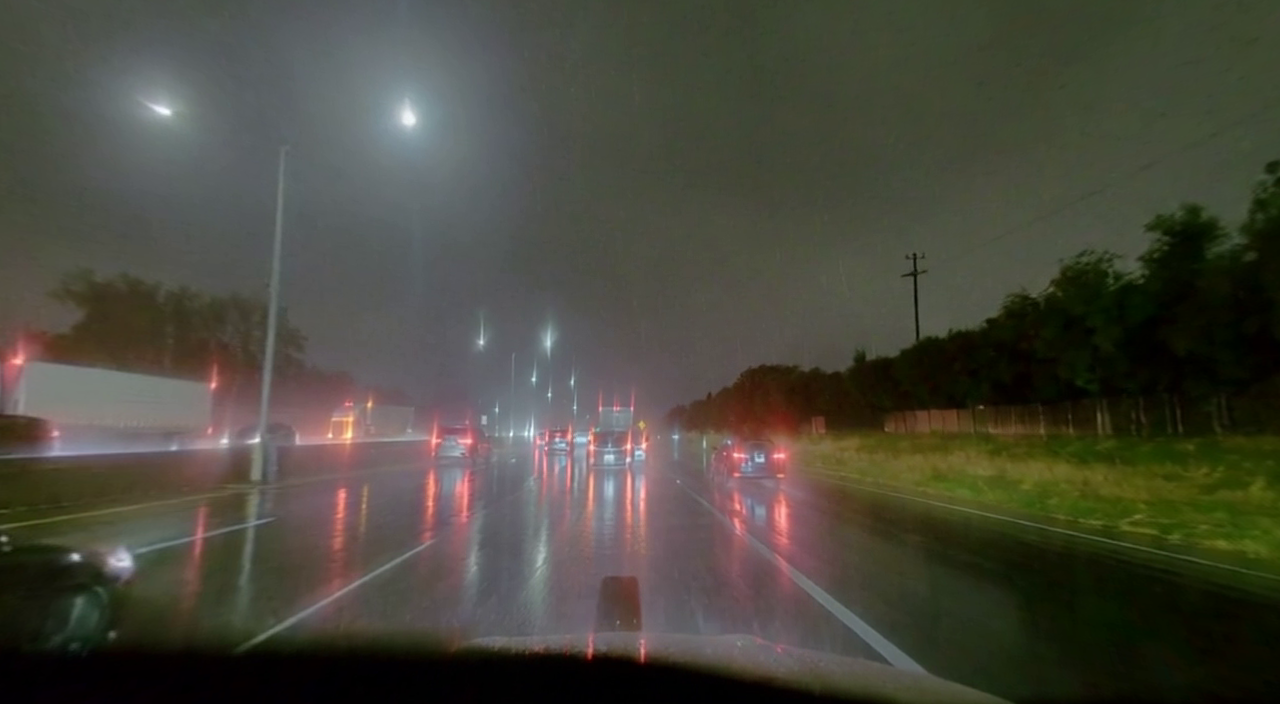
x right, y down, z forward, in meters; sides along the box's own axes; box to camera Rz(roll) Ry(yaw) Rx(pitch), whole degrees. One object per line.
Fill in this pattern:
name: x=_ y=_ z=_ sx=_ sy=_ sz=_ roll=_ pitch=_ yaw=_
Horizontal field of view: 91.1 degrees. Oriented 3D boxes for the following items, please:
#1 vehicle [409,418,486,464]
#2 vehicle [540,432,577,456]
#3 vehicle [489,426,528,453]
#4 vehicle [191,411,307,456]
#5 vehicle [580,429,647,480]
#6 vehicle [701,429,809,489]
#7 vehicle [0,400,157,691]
vehicle: x=-8.728 y=4.102 z=29.012 sx=2.158 sy=1.943 sz=4.662 roll=0 pitch=-8 yaw=-1
vehicle: x=-5.434 y=6.170 z=42.369 sx=2.046 sy=1.493 sz=4.384 roll=0 pitch=-8 yaw=-2
vehicle: x=-9.463 y=6.359 z=45.590 sx=1.992 sy=1.838 sz=4.493 roll=0 pitch=-8 yaw=-2
vehicle: x=-15.449 y=3.263 z=25.159 sx=1.993 sy=1.617 sz=4.277 roll=0 pitch=-8 yaw=-2
vehicle: x=-0.861 y=3.281 z=20.520 sx=1.980 sy=1.478 sz=3.758 roll=0 pitch=-8 yaw=-2
vehicle: x=3.059 y=2.945 z=17.773 sx=1.981 sy=1.474 sz=4.396 roll=0 pitch=-8 yaw=-3
vehicle: x=-4.227 y=0.871 z=2.299 sx=1.916 sy=1.476 sz=3.782 roll=0 pitch=-8 yaw=-1
